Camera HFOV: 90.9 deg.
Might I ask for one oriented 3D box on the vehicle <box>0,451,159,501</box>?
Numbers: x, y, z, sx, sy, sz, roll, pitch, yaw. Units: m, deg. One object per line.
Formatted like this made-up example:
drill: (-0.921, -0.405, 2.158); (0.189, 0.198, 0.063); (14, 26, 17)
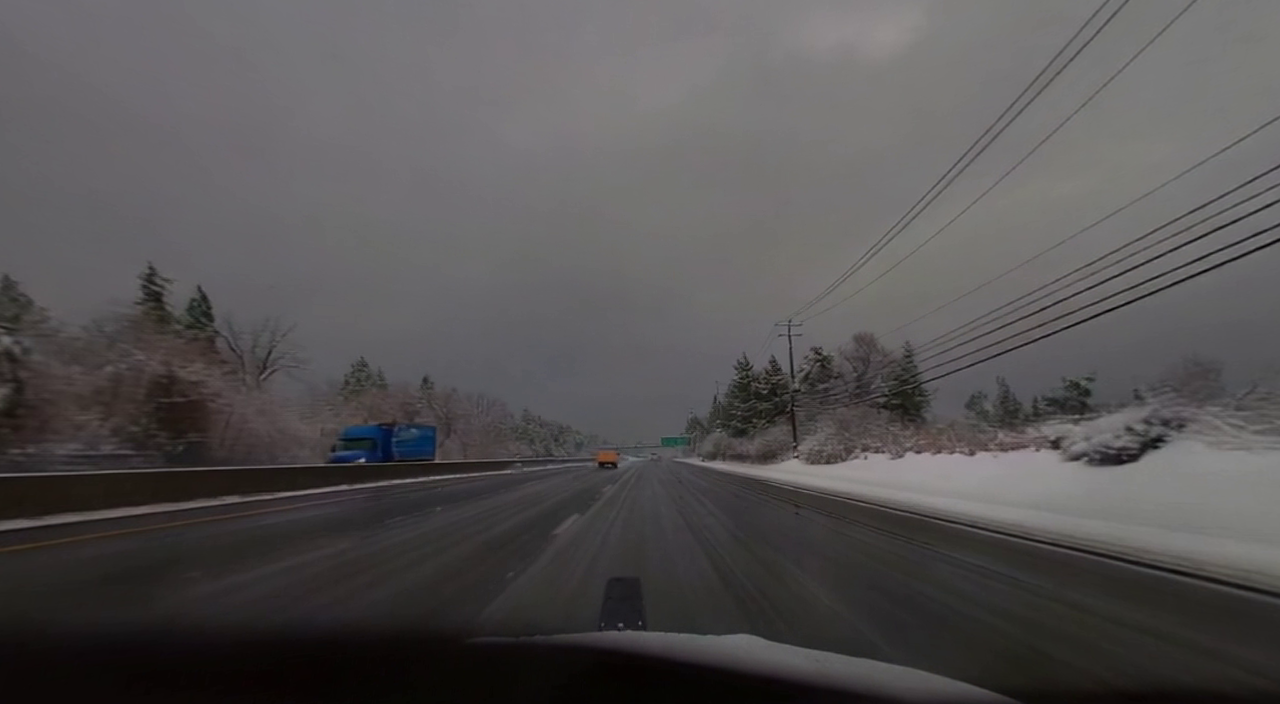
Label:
vehicle: (-18.923, 4.112, 21.321); (1.853, 1.503, 4.223); (0, -9, 1)

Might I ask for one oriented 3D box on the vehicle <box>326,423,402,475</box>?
vehicle: (-21.660, 7.698, 49.885); (2.923, 3.816, 6.441); (0, -9, 1)
